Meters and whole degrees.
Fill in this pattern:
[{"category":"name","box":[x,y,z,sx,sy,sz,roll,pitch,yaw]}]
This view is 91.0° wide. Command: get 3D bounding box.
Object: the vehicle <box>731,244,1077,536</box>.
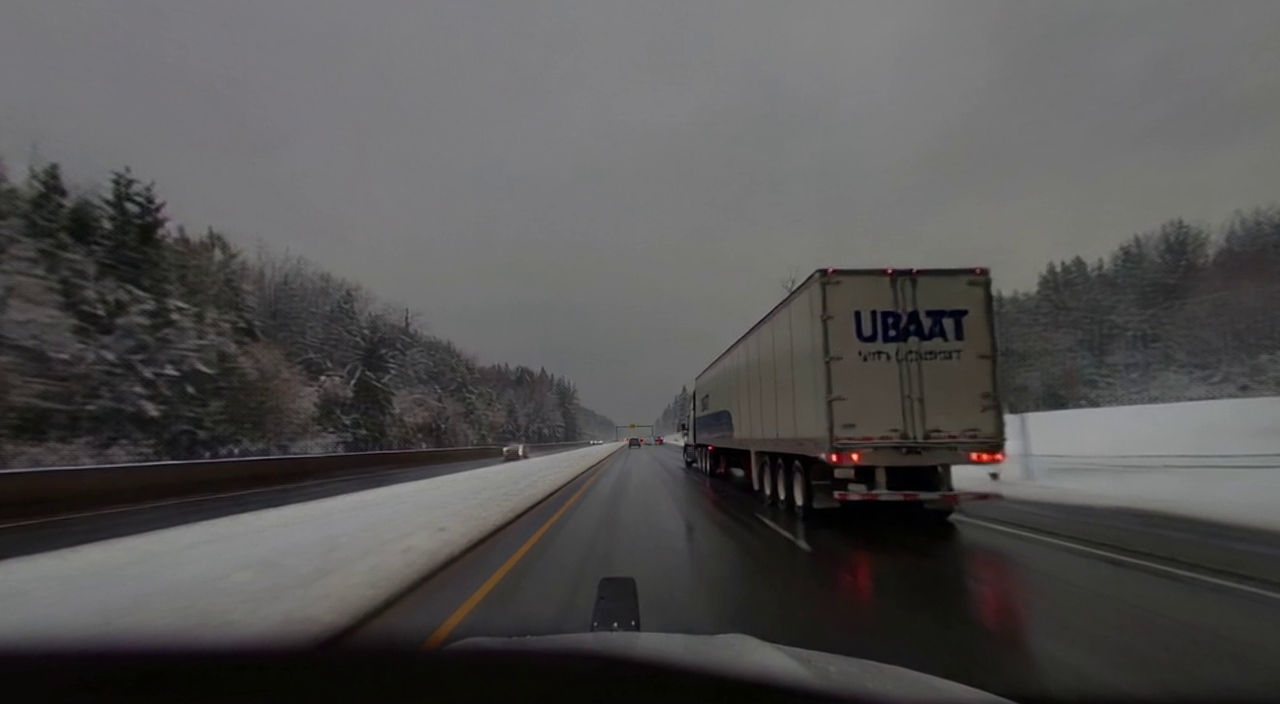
[{"category":"vehicle","box":[4.021,1.017,12.441,3.006,3.850,8.310,0,-8,-1]}]
